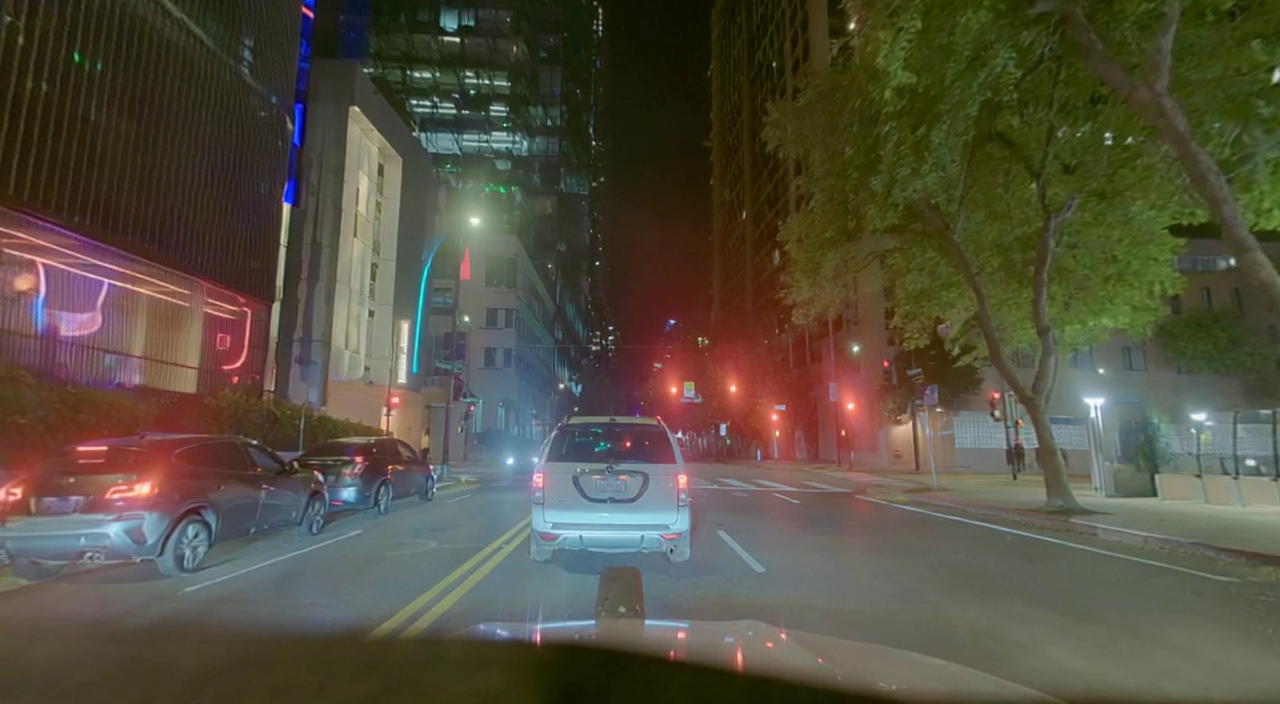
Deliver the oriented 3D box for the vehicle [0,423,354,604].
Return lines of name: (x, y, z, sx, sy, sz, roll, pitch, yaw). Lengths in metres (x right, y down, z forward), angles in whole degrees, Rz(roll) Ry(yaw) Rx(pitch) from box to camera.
vehicle: (-5.745, 1.864, 8.284, 1.904, 1.684, 4.529, 0, -9, -1)

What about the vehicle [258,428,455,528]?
vehicle: (-5.876, 2.658, 13.965, 2.077, 1.791, 4.751, 0, -9, 1)

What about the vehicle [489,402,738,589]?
vehicle: (-0.230, 1.600, 7.782, 2.258, 1.687, 3.934, 0, -9, 0)
